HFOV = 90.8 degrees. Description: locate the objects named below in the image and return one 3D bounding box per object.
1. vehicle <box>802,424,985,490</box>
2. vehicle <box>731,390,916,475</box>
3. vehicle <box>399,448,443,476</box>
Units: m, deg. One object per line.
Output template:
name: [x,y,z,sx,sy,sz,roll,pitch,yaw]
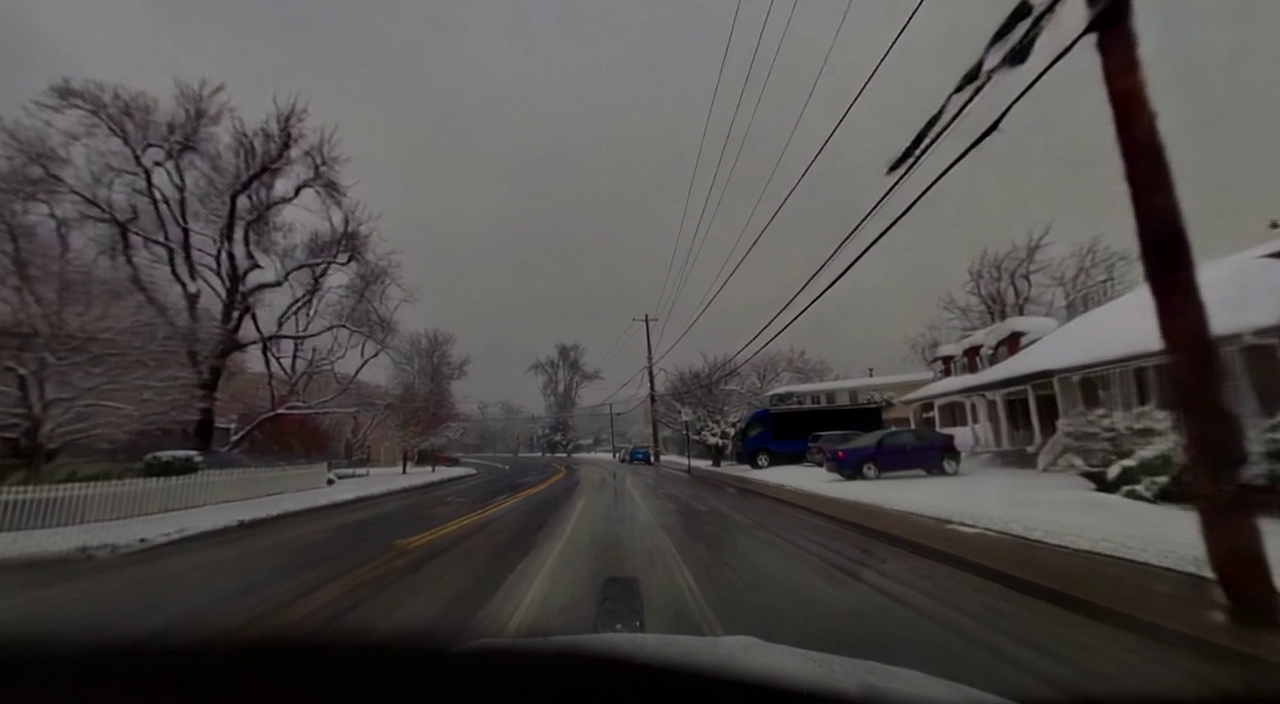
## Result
vehicle: [7.292,3.064,18.533,4.412,1.565,1.957,-3,-9,-1]
vehicle: [7.916,3.539,27.783,7.115,3.010,2.378,-4,-9,-6]
vehicle: [-13.495,6.727,38.926,2.390,1.431,4.253,1,-8,-19]
